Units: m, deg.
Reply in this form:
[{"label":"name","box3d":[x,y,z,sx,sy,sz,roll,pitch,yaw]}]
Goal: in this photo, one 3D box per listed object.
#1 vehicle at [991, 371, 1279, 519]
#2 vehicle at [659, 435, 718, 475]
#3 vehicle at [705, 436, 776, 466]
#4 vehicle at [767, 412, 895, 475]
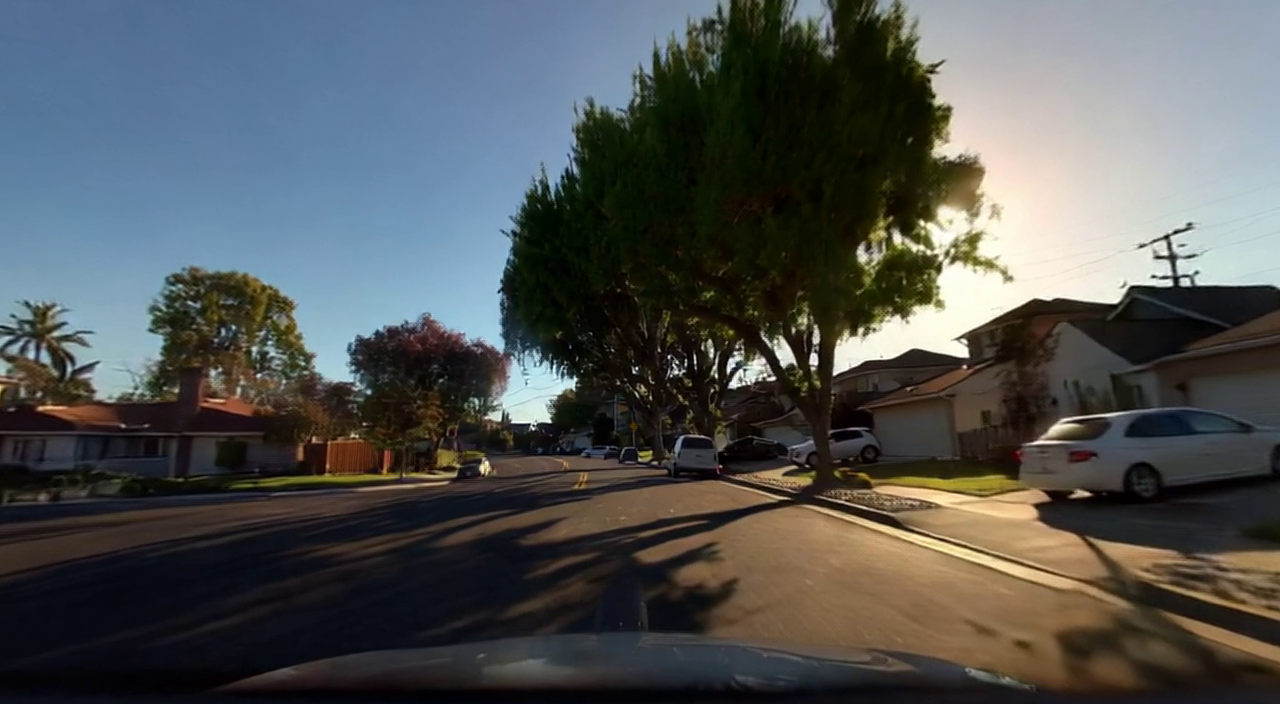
[{"label":"vehicle","box3d":[9.409,1.504,11.080,5.072,1.909,2.237,-6,-7,-5]},{"label":"vehicle","box3d":[2.490,5.474,33.742,2.214,1.962,4.733,1,-9,-7]},{"label":"vehicle","box3d":[7.195,7.121,45.755,4.666,1.655,2.169,-6,-8,1]},{"label":"vehicle","box3d":[8.419,4.079,28.225,4.801,2.139,2.164,-6,-7,-3]}]
